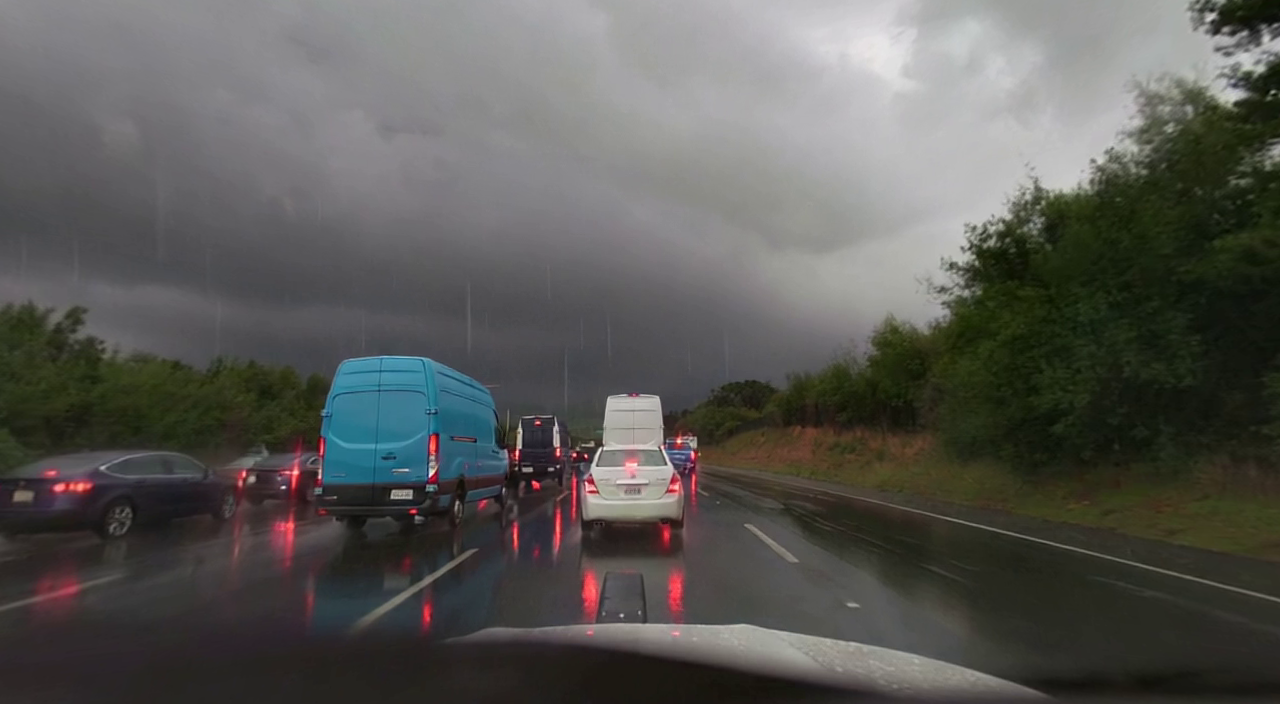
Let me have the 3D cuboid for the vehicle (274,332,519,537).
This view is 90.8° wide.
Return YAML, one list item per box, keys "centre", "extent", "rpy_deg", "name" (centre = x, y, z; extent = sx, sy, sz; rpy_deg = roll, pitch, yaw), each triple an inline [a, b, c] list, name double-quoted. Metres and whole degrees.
- centre: [-4.060, 1.647, 12.297]
  extent: [2.254, 2.879, 6.656]
  rpy_deg: [0, -9, -2]
  name: "vehicle"

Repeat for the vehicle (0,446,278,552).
- centre: [-8.837, 2.475, 11.377]
  extent: [1.899, 1.503, 4.466]
  rpy_deg: [-1, -9, 1]
  name: "vehicle"

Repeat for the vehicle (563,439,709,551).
- centre: [-0.087, 2.213, 10.350]
  extent: [1.995, 1.495, 3.380]
  rpy_deg: [0, -9, -1]
  name: "vehicle"
